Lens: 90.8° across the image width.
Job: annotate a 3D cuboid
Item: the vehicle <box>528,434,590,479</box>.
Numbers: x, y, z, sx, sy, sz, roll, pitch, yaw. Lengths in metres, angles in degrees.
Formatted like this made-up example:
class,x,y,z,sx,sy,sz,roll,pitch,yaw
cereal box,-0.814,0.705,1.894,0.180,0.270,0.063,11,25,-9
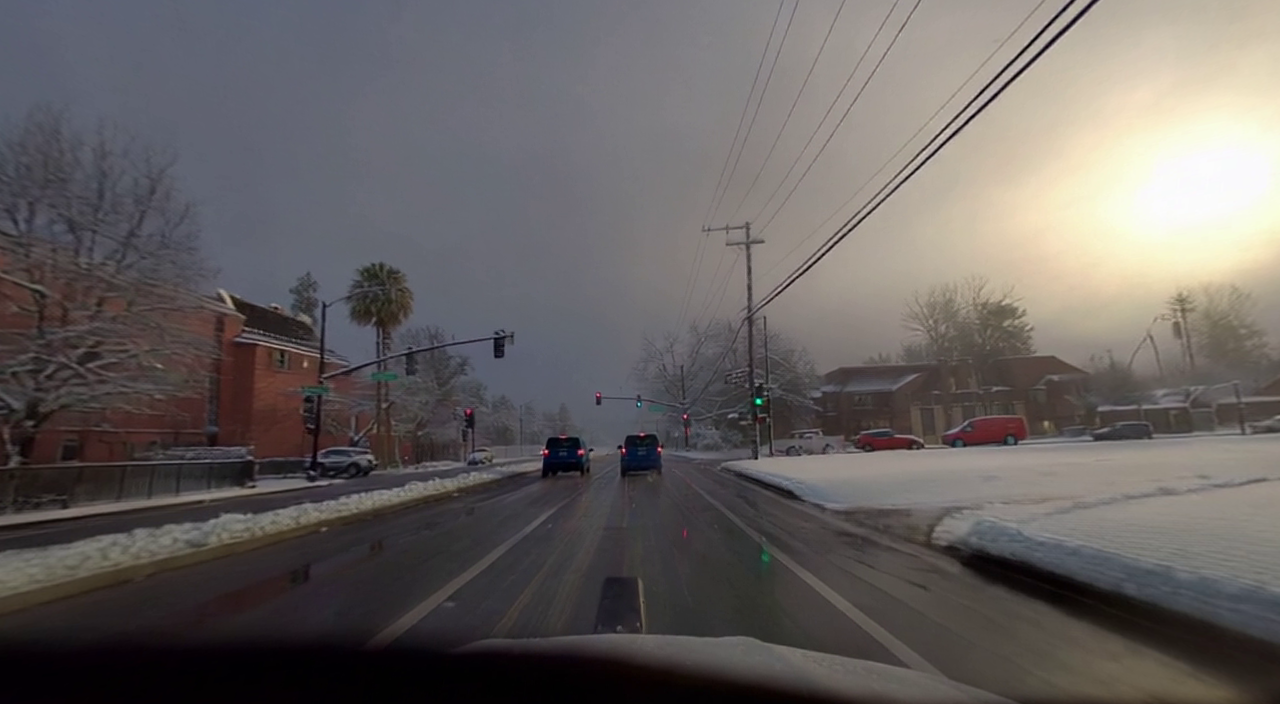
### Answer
class,x,y,z,sx,sy,sz,roll,pitch,yaw
vehicle,-3.364,4.442,27.195,2.097,1.755,4.336,0,-8,0

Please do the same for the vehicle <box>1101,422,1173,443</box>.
class,x,y,z,sx,sy,sz,roll,pitch,yaw
vehicle,37.010,6.010,47.097,3.873,1.546,1.842,1,-8,-5

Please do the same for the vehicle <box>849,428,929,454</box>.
class,x,y,z,sx,sy,sz,roll,pitch,yaw
vehicle,18.031,6.491,45.861,4.932,1.827,2.031,0,-8,-4

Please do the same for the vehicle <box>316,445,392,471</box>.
class,x,y,z,sx,sy,sz,roll,pitch,yaw
vehicle,-20.967,7.789,46.455,4.521,1.753,2.148,2,-9,1

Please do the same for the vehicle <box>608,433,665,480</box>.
class,x,y,z,sx,sy,sz,roll,pitch,yaw
vehicle,-0.147,4.206,25.815,2.088,1.735,4.801,0,-8,-1

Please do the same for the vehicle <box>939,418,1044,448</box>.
class,x,y,z,sx,sy,sz,roll,pitch,yaw
vehicle,25.901,6.018,46.736,6.325,2.155,2.457,0,-8,-3
